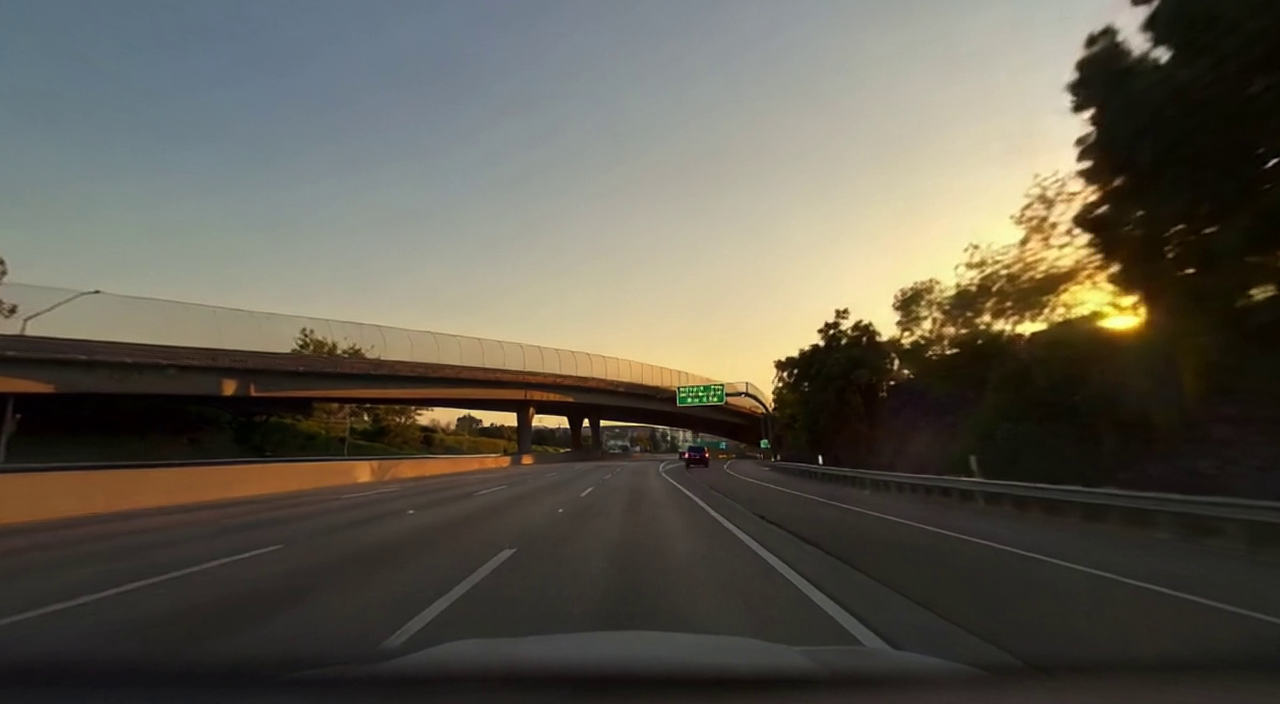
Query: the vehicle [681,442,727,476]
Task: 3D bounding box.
[{"bbox_3d":[3.680,6.232,36.804,2.225,1.833,4.340,0,-9,0],"label":"vehicle"}]
